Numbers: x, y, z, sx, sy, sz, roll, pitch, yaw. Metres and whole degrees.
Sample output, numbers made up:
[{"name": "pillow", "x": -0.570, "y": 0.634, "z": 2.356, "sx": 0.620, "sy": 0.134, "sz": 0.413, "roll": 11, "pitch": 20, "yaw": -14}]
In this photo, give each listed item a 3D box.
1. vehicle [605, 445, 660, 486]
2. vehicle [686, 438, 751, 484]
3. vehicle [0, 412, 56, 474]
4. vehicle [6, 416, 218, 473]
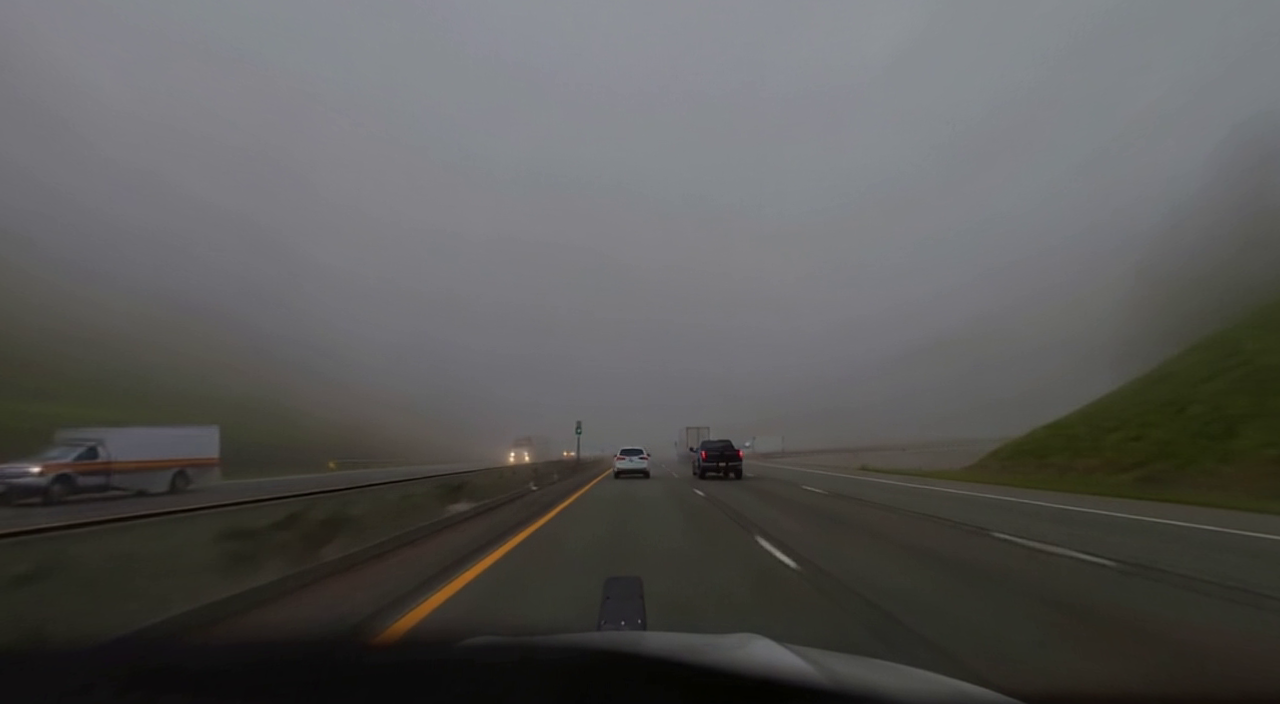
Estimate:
[{"name": "vehicle", "x": -0.294, "y": 4.368, "z": 24.431, "sx": 1.970, "sy": 1.441, "sz": 3.846, "roll": 0, "pitch": -9, "yaw": -1}, {"name": "vehicle", "x": 3.145, "y": 4.483, "z": 26.153, "sx": 2.048, "sy": 1.704, "sz": 4.284, "roll": 0, "pitch": -9, "yaw": -1}, {"name": "vehicle", "x": -35.487, "y": 5.057, "z": 34.981, "sx": 2.857, "sy": 3.275, "sz": 3.008, "roll": 0, "pitch": -9, "yaw": 1}, {"name": "vehicle", "x": -35.528, "y": 6.512, "z": 43.820, "sx": 2.733, "sy": 3.285, "sz": 14.018, "roll": 0, "pitch": -9, "yaw": 0}]
